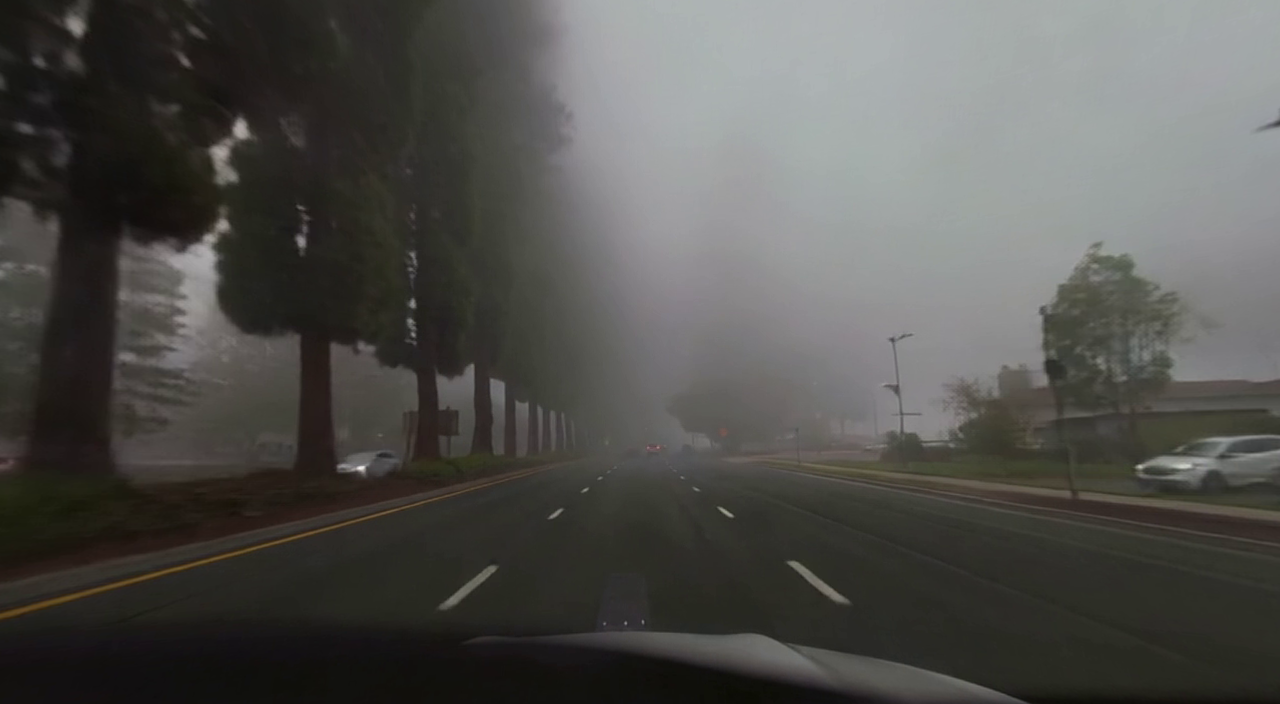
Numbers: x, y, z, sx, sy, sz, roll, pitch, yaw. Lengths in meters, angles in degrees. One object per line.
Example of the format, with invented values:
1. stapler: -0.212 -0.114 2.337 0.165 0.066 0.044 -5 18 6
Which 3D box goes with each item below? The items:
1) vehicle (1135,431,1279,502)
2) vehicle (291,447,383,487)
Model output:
1. vehicle: 15.929 2.893 16.157 4.606 1.668 2.135 0 -9 -1
2. vehicle: -13.814 5.230 29.067 2.072 1.712 4.467 0 -8 -1
